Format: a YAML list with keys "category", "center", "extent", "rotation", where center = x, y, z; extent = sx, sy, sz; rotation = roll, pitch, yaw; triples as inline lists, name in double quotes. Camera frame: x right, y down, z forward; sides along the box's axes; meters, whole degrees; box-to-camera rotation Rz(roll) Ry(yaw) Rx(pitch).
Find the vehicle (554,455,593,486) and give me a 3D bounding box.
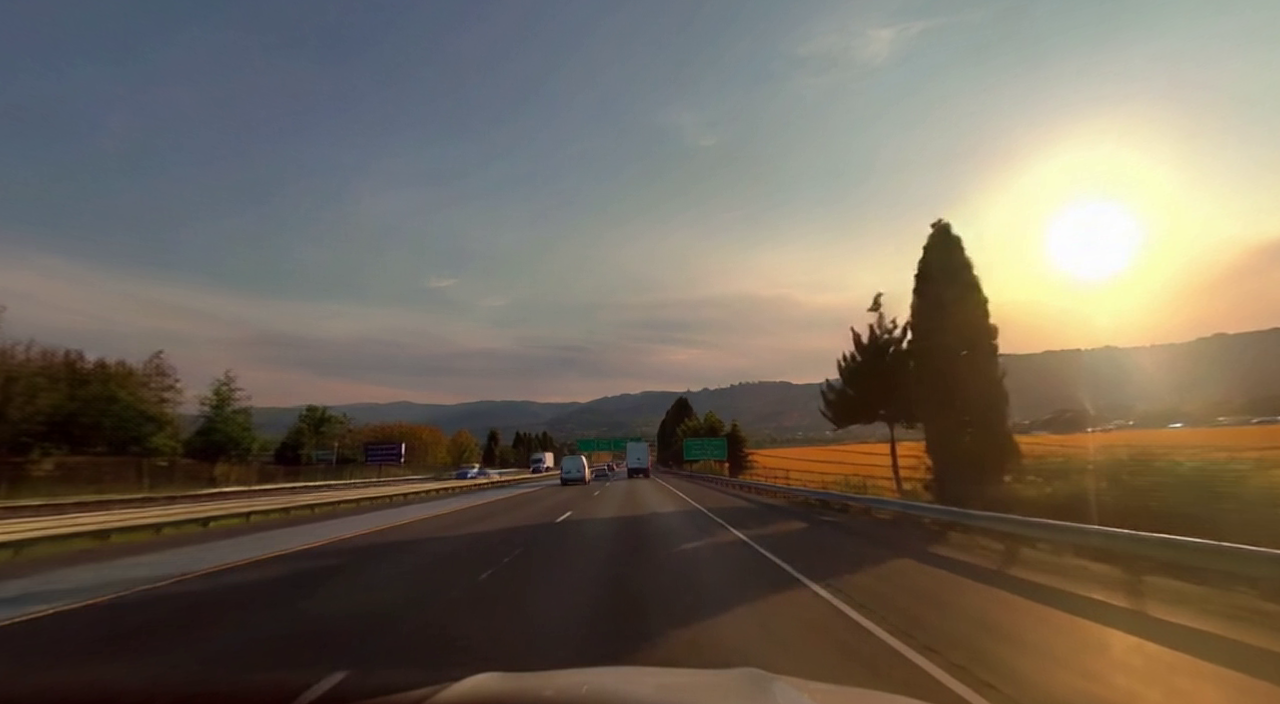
- category: "vehicle"
  center: [-4.454, 8.069, 42.914]
  extent: [2.208, 1.973, 4.716]
  rotation: [1, -10, 0]
